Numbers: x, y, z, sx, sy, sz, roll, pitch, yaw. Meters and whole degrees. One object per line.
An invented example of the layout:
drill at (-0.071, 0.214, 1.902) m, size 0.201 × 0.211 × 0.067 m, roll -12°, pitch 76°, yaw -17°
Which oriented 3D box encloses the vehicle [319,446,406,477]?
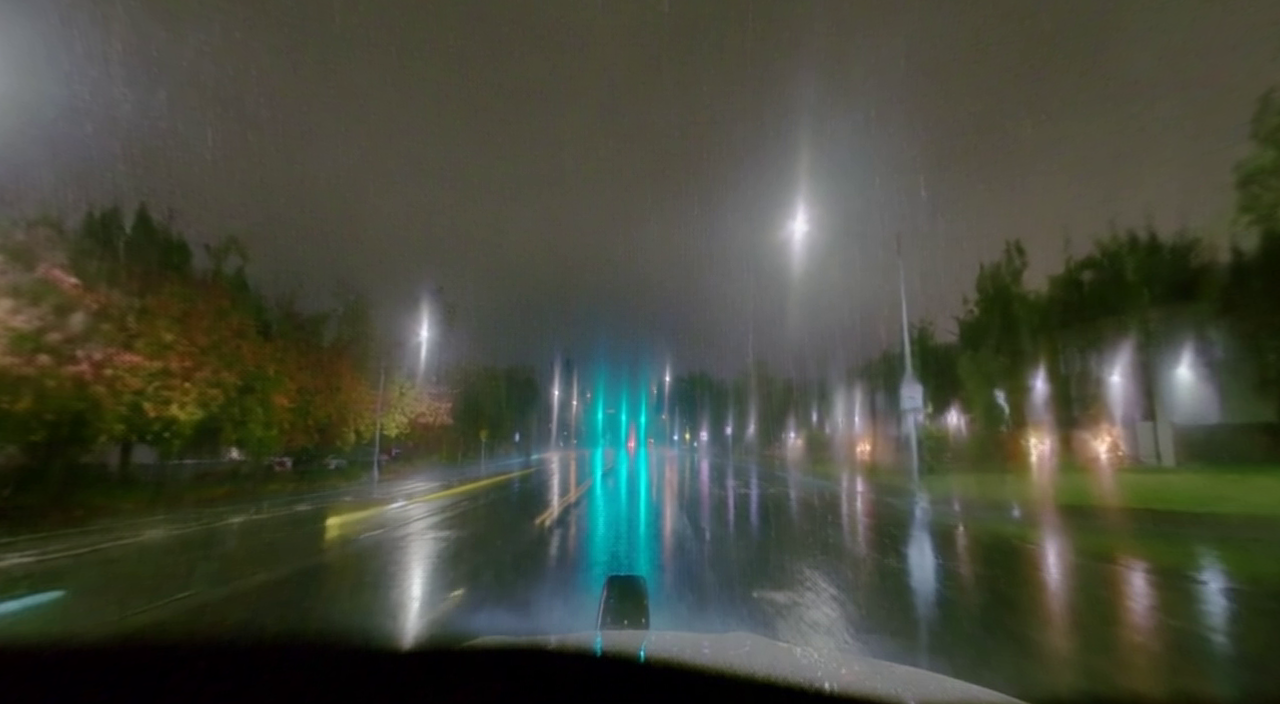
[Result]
vehicle at (-21.667, 8.564, 49.331) m, size 5.841 × 1.902 × 2.244 m, roll -5°, pitch -8°, yaw 4°

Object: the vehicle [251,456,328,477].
vehicle at (-27.506, 9.002, 49.526) m, size 4.696 × 1.518 × 2.224 m, roll 0°, pitch -8°, yaw -2°
